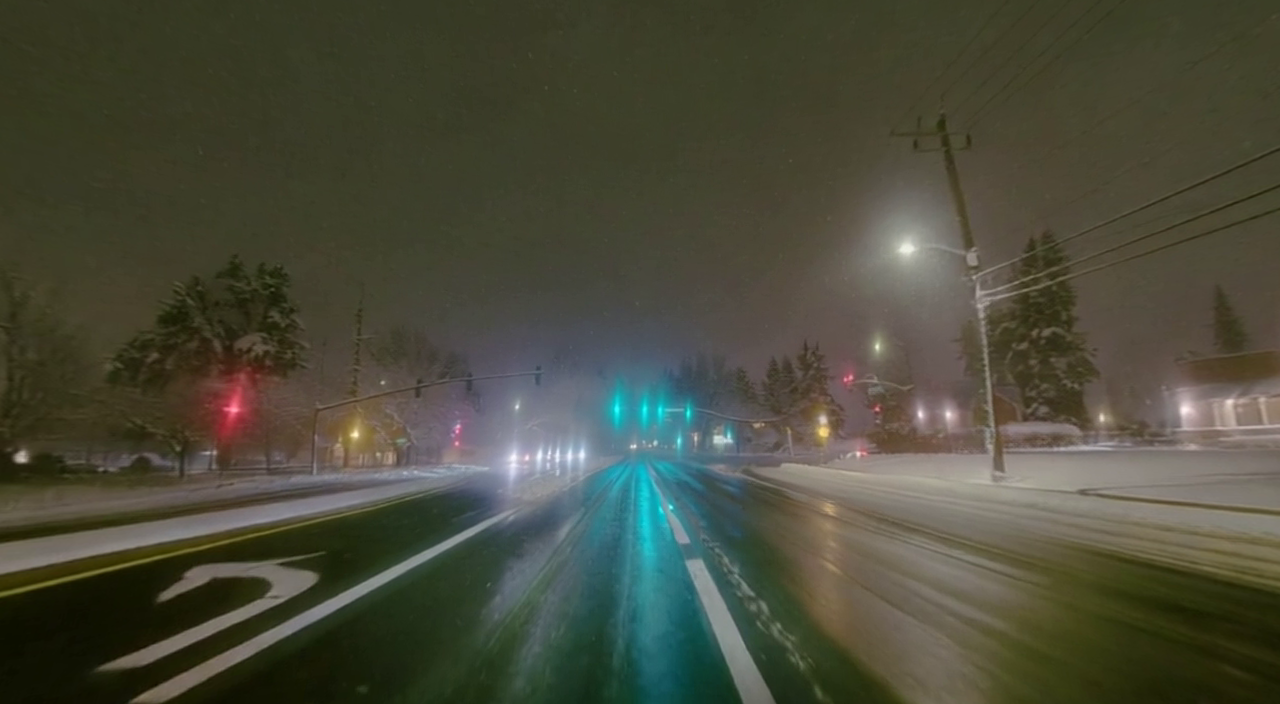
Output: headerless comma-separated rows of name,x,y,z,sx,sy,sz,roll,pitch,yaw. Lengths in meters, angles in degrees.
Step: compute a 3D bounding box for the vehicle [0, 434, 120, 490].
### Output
vehicle,-42.666,7.724,44.912,2.967,3.537,10.275,0,-9,-2
